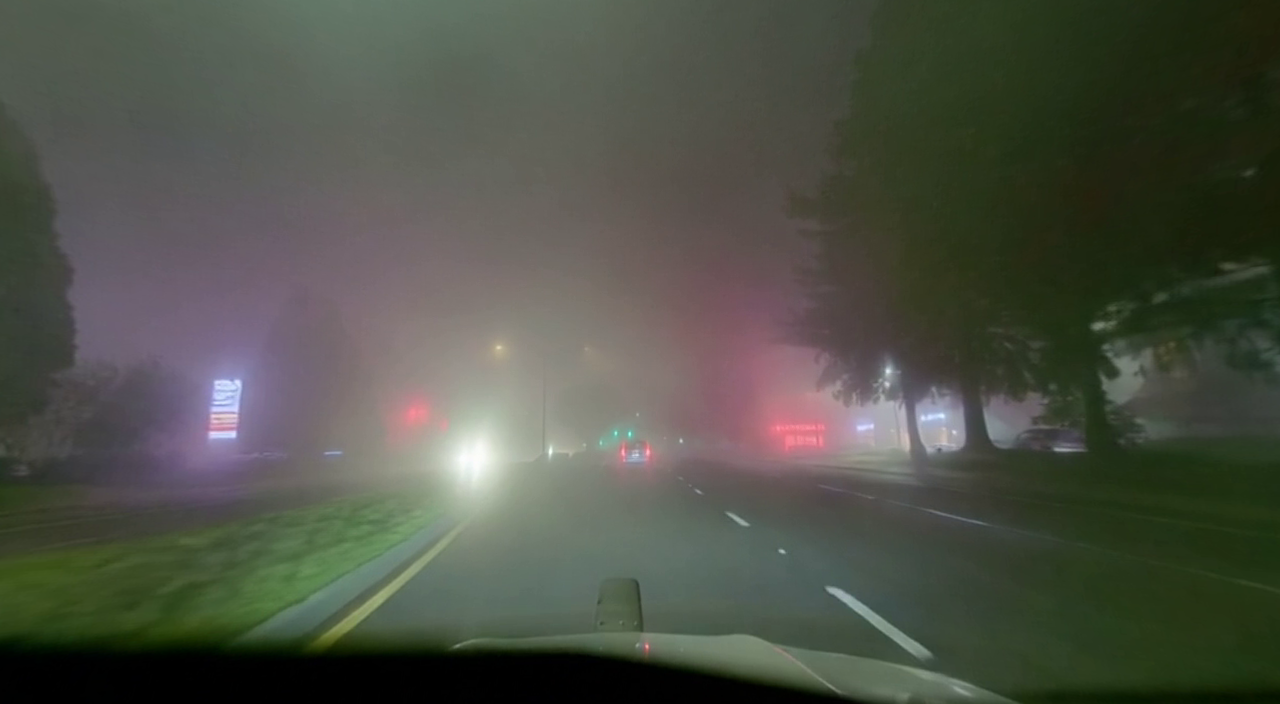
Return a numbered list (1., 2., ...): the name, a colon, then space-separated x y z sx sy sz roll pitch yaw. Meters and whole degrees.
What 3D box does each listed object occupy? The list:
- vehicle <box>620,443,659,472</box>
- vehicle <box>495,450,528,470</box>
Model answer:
1. vehicle: -0.091 5.684 34.030 1.998 1.452 3.773 0 -8 -2
2. vehicle: -10.049 8.452 49.535 1.795 1.426 4.216 0 -8 0
